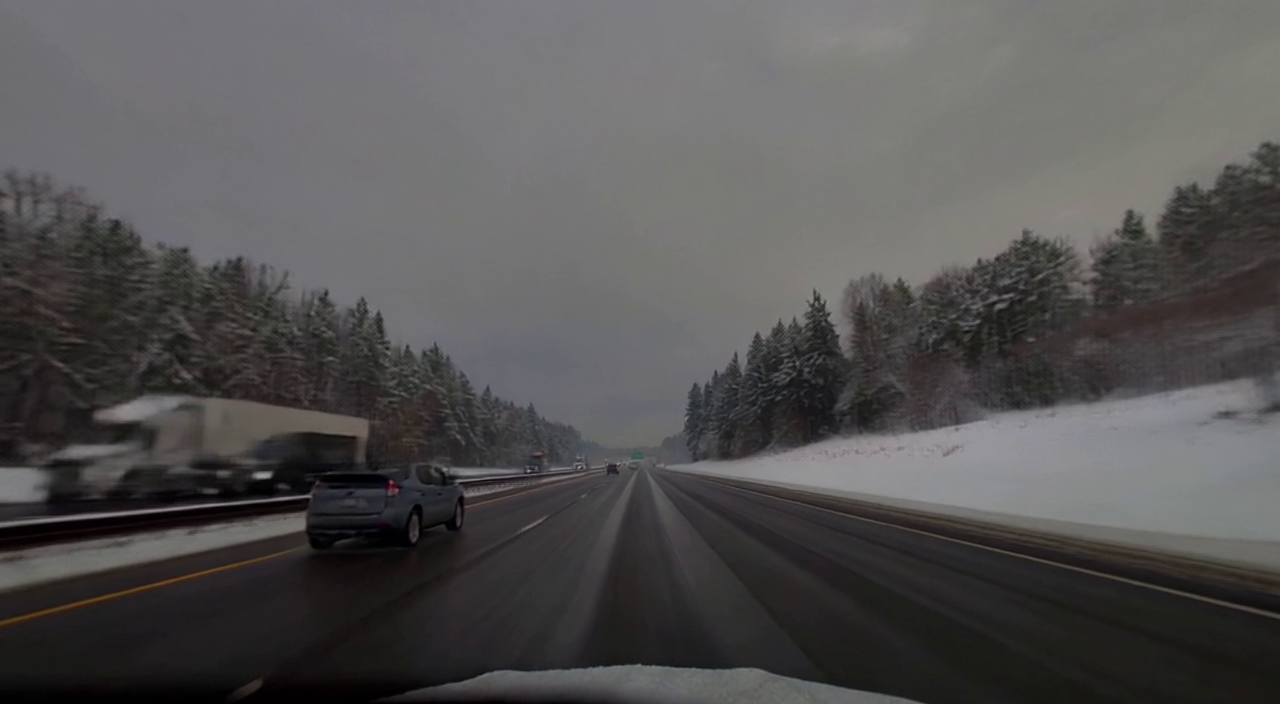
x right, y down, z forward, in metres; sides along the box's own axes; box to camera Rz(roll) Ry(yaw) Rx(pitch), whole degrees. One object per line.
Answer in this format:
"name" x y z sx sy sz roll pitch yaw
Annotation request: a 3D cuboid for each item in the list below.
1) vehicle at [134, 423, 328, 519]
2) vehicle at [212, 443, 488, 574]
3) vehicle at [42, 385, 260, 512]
"vehicle" -12.692 3.793 20.274 2.237 2.599 5.741 1 -10 0
"vehicle" -3.938 2.244 9.655 2.043 1.486 4.442 1 -10 1
"vehicle" -17.439 3.601 23.197 2.964 4.017 5.889 1 -10 -1
